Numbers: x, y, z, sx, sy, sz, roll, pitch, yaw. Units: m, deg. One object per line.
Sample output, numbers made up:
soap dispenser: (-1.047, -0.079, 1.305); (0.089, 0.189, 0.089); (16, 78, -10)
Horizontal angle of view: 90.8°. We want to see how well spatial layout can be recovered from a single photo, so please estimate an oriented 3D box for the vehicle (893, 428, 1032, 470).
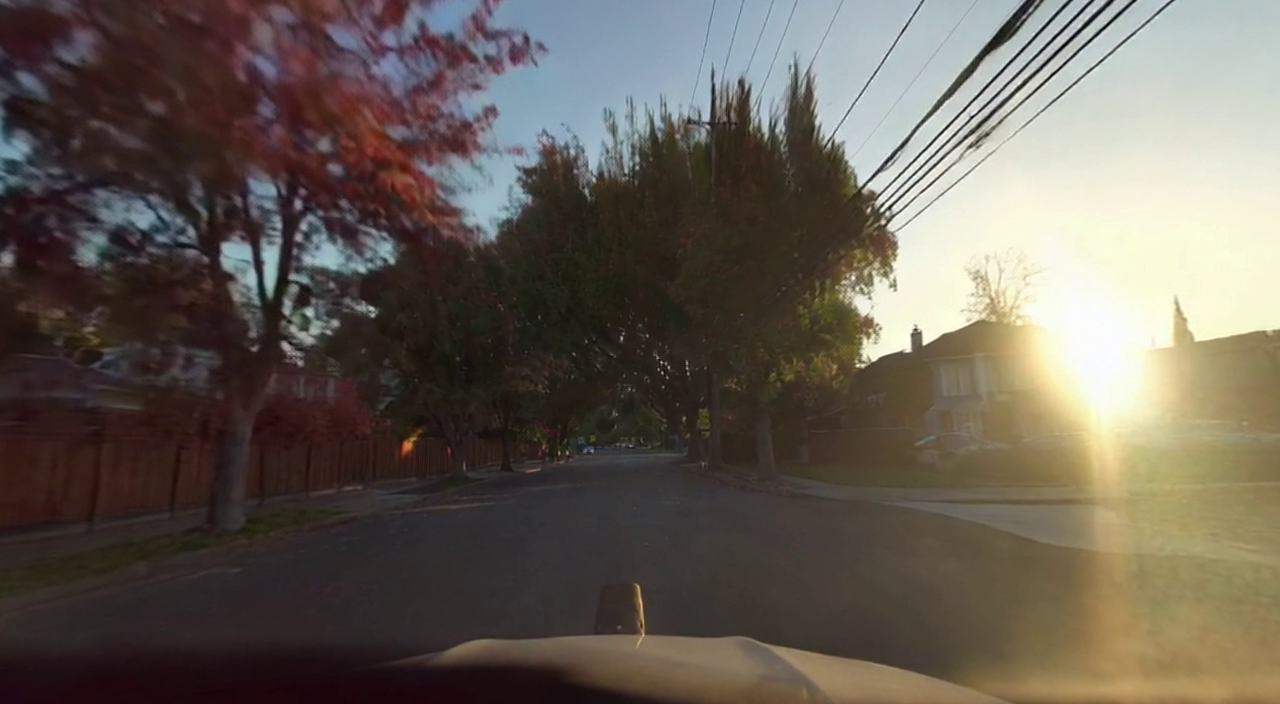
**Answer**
vehicle: (12.344, 3.744, 24.516); (4.286, 1.525, 2.219); (-1, -9, 10)
